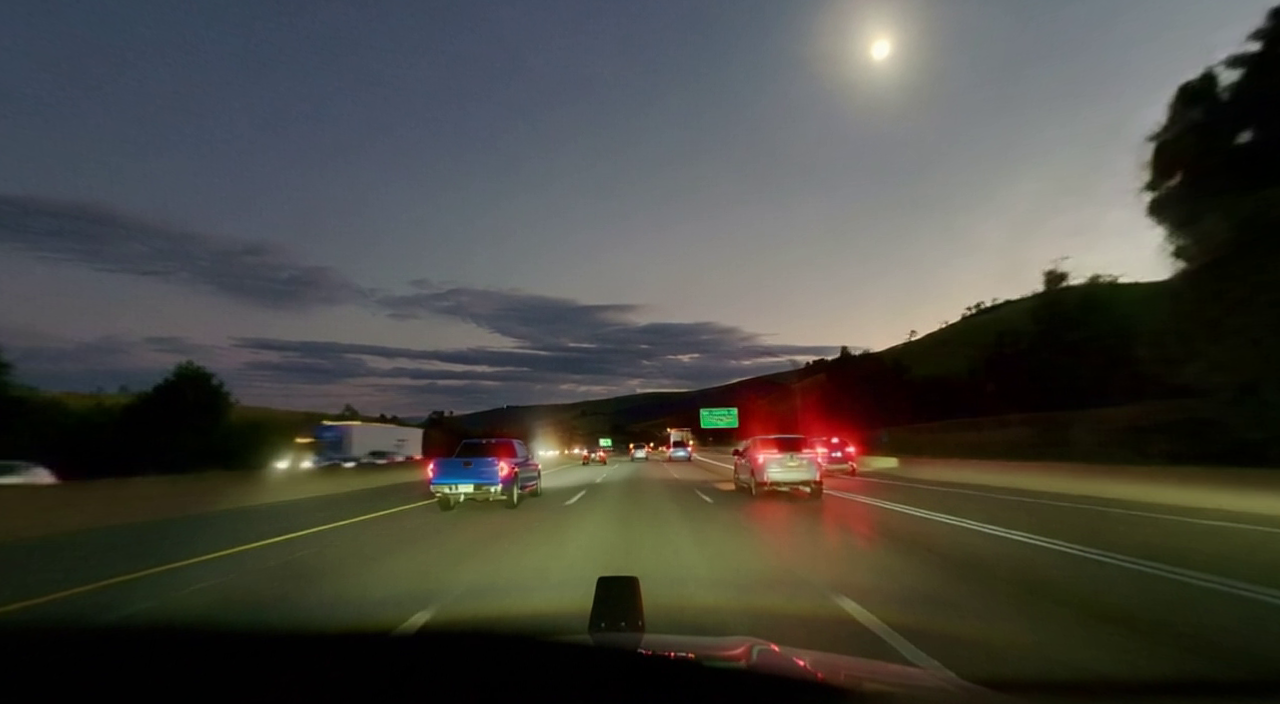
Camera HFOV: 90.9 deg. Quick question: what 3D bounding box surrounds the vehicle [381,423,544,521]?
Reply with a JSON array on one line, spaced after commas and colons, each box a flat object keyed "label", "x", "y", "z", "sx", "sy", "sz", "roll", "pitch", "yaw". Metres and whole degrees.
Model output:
[{"label": "vehicle", "x": -3.815, "y": 2.706, "z": 14.772, "sx": 2.227, "sy": 1.853, "sz": 5.161, "roll": -1, "pitch": -8, "yaw": 1}]

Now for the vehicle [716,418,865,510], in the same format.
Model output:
[{"label": "vehicle", "x": 3.587, "y": 2.838, "z": 16.457, "sx": 2.424, "sy": 1.952, "sz": 5.611, "roll": 0, "pitch": -8, "yaw": -1}]

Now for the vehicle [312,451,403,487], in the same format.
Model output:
[{"label": "vehicle", "x": -13.301, "y": 5.523, "z": 30.070, "sx": 1.947, "sy": 1.508, "sz": 4.807, "roll": -1, "pitch": -9, "yaw": 2}]

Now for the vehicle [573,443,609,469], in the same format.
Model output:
[{"label": "vehicle", "x": -3.495, "y": 7.606, "z": 46.230, "sx": 2.235, "sy": 1.785, "sz": 4.386, "roll": -1, "pitch": -8, "yaw": 1}]

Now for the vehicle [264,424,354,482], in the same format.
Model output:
[{"label": "vehicle", "x": -24.530, "y": 7.510, "z": 47.220, "sx": 3.006, "sy": 3.933, "sz": 6.317, "roll": 1, "pitch": -8, "yaw": 1}]
